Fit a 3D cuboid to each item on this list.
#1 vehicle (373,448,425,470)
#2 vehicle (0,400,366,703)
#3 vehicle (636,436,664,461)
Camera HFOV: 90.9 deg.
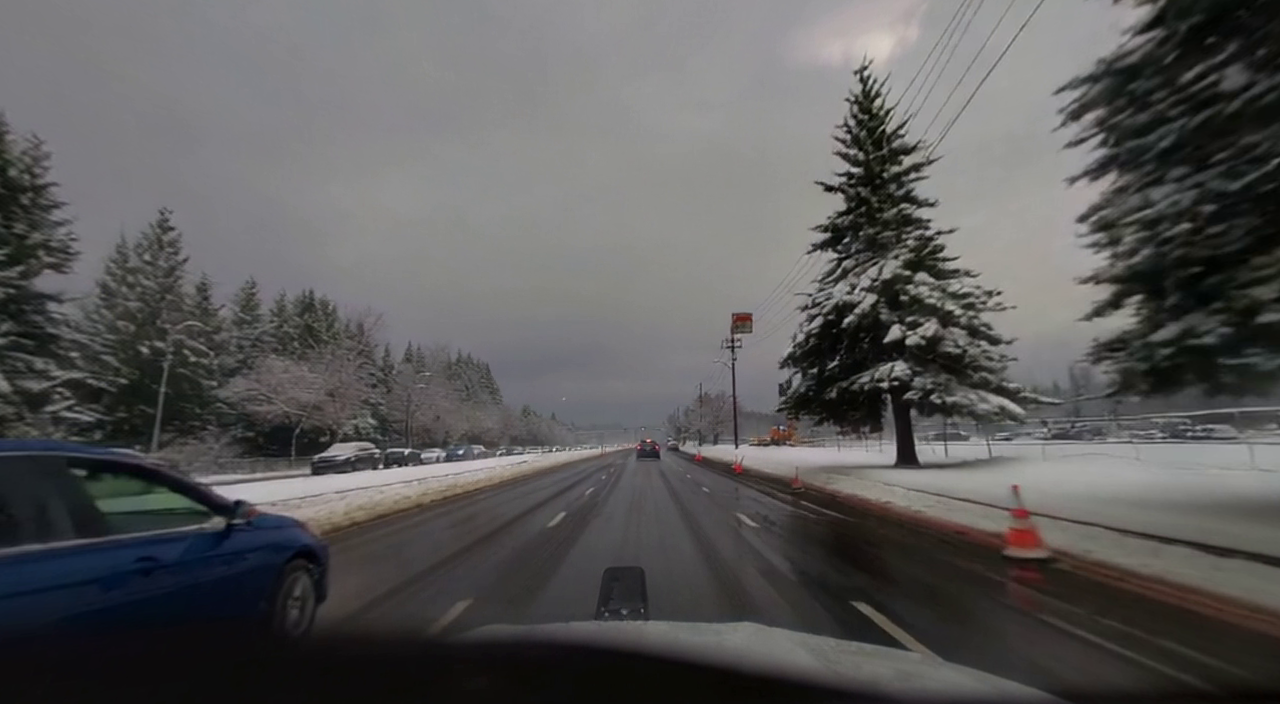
[{"bbox_3d":[-17.709,7.889,46.577,1.979,1.494,4.706,0,-8,0],"label":"vehicle"},{"bbox_3d":[-3.098,0.924,2.174,2.087,1.480,4.825,0,-8,1],"label":"vehicle"},{"bbox_3d":[0.781,7.415,48.668,2.060,1.845,4.151,0,-8,0],"label":"vehicle"}]
